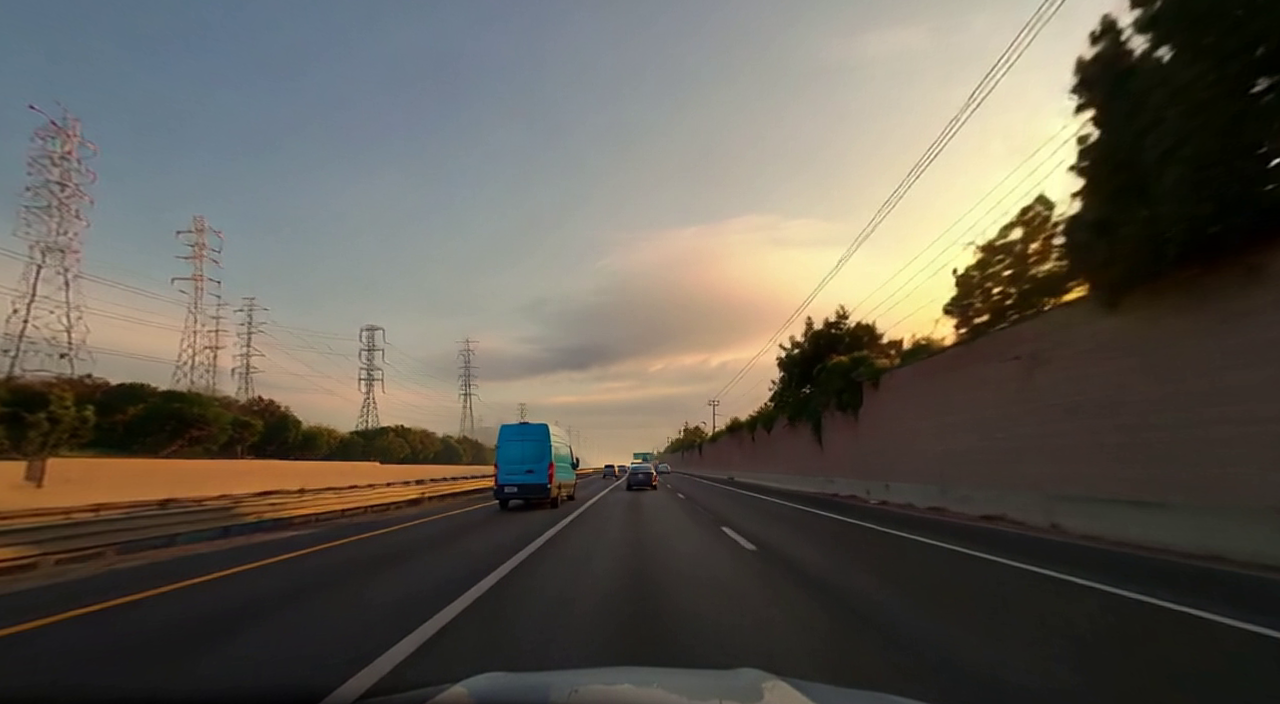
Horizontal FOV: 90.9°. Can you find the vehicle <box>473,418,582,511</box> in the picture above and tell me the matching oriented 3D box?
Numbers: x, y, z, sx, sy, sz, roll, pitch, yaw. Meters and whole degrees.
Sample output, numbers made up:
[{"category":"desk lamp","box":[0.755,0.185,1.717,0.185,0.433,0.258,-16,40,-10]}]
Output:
[{"category":"vehicle","box":[-3.534,3.846,21.467,2.394,2.609,6.875,1,-11,0]}]

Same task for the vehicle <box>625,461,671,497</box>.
[{"category":"vehicle","box":[0.336,5.916,29.531,2.006,1.554,3.863,1,-11,0]}]
